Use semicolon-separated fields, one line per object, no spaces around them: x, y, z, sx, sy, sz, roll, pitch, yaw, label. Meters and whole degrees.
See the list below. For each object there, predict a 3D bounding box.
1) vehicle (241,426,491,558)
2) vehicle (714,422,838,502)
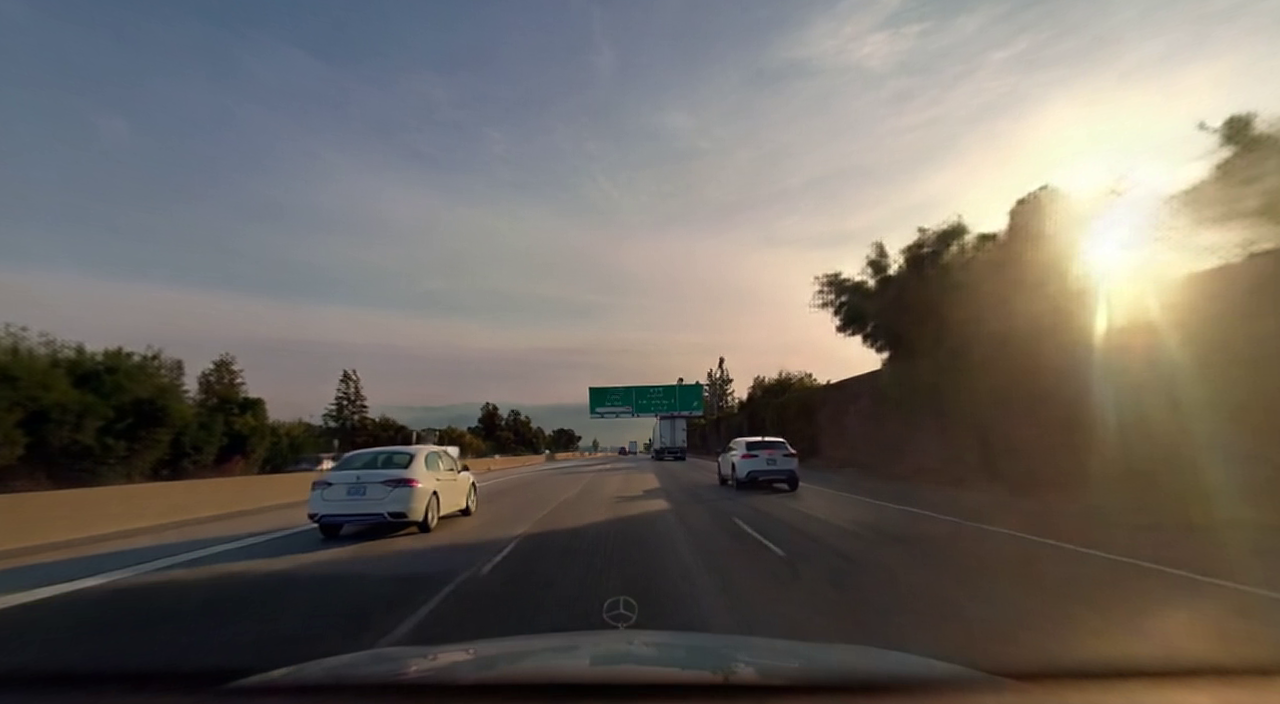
-3.944;2.071;10.221;1.903;1.607;4.770;0;-8;0;vehicle
3.278;2.769;16.270;2.065;1.760;4.488;0;-8;-2;vehicle
